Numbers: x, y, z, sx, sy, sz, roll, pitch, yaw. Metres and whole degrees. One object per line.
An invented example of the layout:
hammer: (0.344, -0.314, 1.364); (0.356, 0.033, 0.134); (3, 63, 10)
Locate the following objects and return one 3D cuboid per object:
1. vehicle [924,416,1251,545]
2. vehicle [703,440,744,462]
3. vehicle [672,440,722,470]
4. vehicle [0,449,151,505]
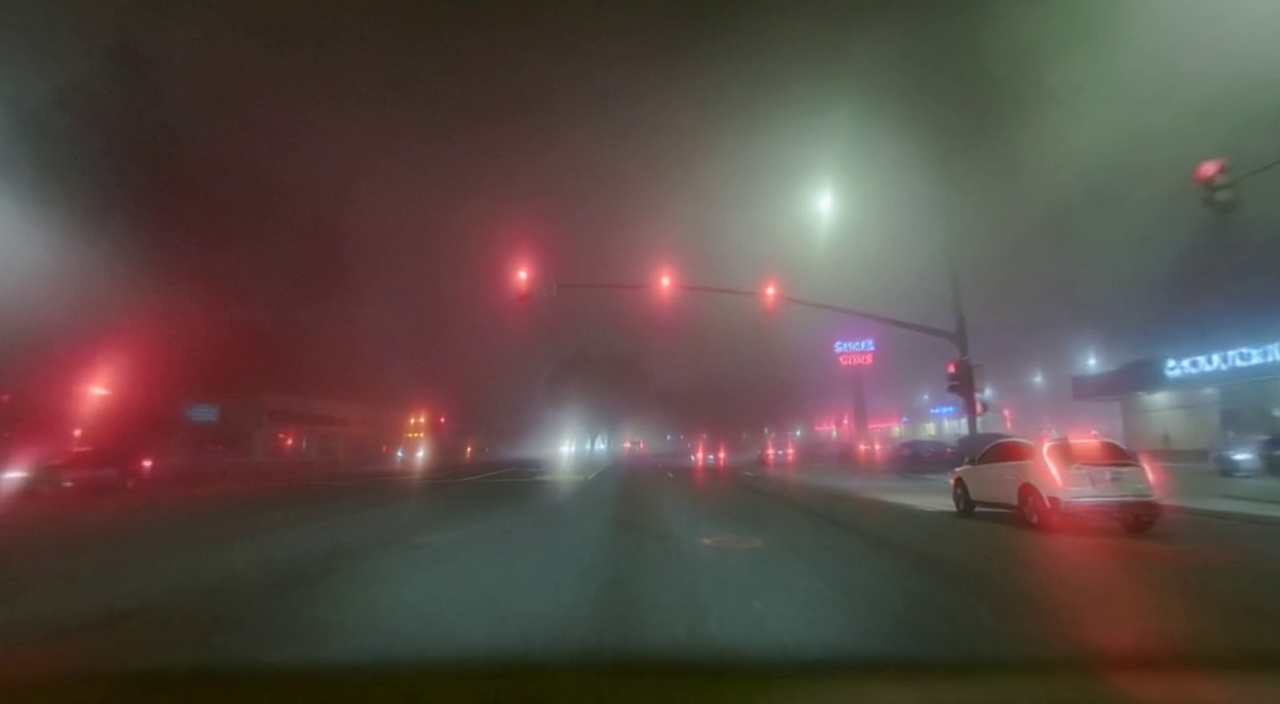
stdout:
vehicle: (6.867, 2.007, 10.564); (2.002, 1.651, 4.647); (0, -8, -1)
vehicle: (5.866, 7.034, 44.975); (2.150, 1.485, 4.919); (0, -8, -2)
vehicle: (2.937, 5.446, 33.691); (2.099, 1.463, 4.365); (0, -8, -2)
vehicle: (-20.144, 4.271, 22.004); (2.108, 1.707, 4.348); (-6, -10, 35)
